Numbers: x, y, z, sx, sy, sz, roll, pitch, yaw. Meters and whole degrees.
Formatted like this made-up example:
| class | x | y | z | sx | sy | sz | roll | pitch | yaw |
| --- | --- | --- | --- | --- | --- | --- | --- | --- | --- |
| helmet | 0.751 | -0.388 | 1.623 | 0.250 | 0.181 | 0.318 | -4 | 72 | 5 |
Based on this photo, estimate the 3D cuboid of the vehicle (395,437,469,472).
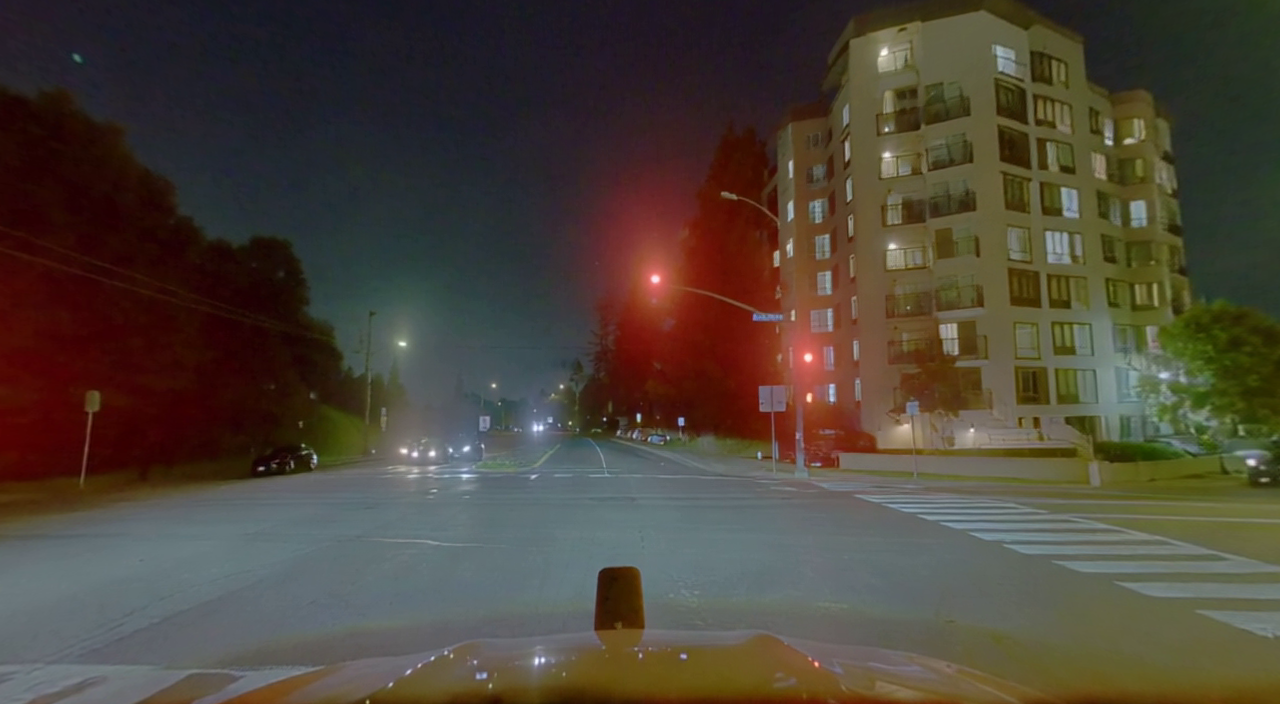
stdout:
| class | x | y | z | sx | sy | sz | roll | pitch | yaw |
| --- | --- | --- | --- | --- | --- | --- | --- | --- | --- |
| vehicle | -9.676 | 4.799 | 29.792 | 2.116 | 1.521 | 4.294 | 0 | -9 | -2 |

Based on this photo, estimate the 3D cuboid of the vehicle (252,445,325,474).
| class | x | y | z | sx | sy | sz | roll | pitch | yaw |
| --- | --- | --- | --- | --- | --- | --- | --- | --- | --- |
| vehicle | -21.055 | 6.465 | 38.094 | 1.981 | 1.628 | 4.336 | 0 | -9 | -1 |

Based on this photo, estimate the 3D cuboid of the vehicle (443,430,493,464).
| class | x | y | z | sx | sy | sz | roll | pitch | yaw |
| --- | --- | --- | --- | --- | --- | --- | --- | --- | --- |
| vehicle | -9.785 | 5.453 | 36.181 | 1.910 | 1.818 | 4.057 | 0 | -9 | -3 |
